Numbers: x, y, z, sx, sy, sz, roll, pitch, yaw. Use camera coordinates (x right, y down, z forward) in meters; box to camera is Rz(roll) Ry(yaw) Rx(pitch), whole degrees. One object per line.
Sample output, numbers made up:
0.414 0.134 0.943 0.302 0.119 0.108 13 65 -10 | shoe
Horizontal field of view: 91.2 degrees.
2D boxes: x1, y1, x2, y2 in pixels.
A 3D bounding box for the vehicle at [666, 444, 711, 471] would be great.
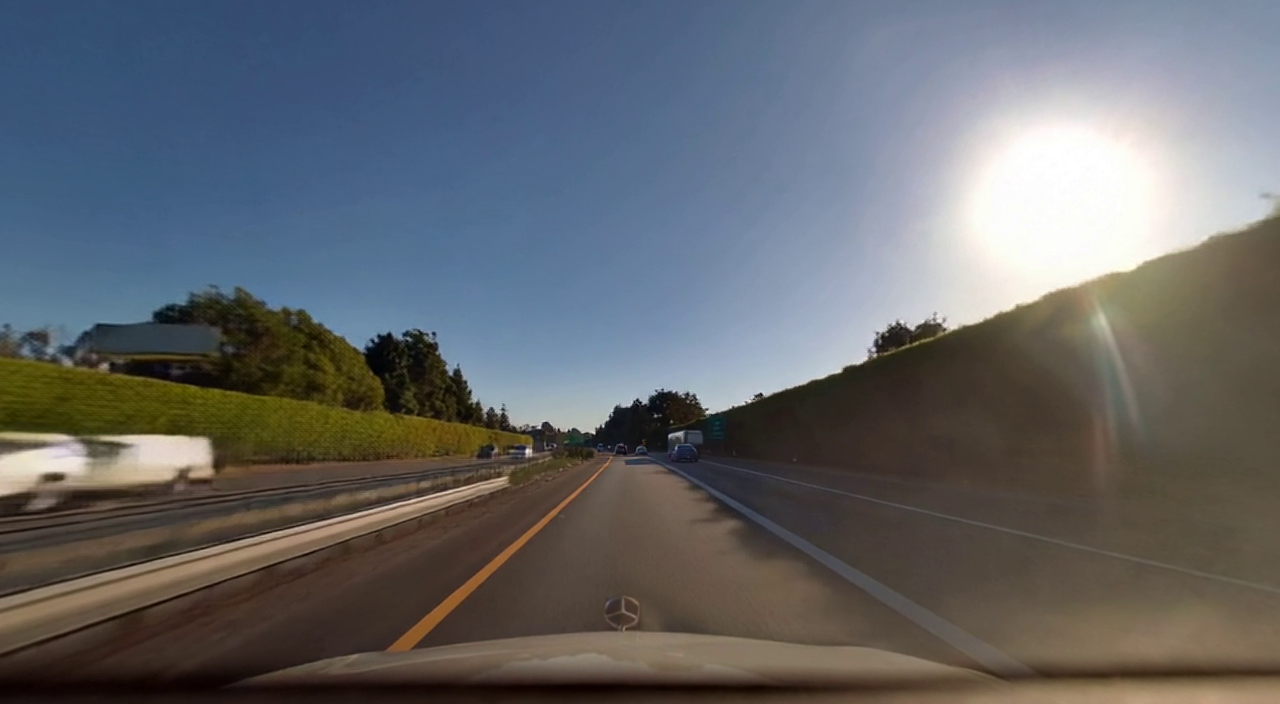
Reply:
2.888 6.390 38.126 2.244 1.498 4.338 0 -9 -2 | vehicle
